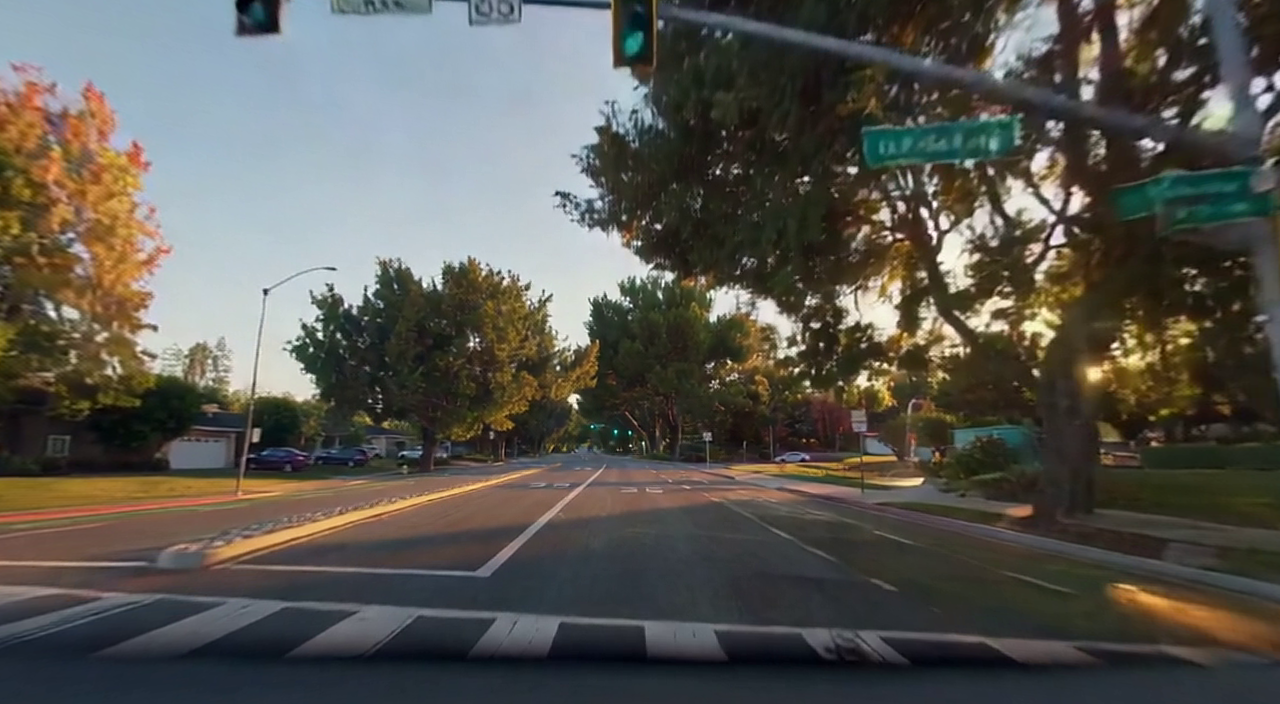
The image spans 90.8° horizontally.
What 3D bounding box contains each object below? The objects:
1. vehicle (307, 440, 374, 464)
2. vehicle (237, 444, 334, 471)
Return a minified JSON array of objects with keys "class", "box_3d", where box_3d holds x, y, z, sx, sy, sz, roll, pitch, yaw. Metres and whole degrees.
[{"class":"vehicle","box_3d":[-21.883,7.339,46.217,3.886,1.641,1.850,1,-10,-1]},{"class":"vehicle","box_3d":[-20.848,6.202,37.238,4.536,1.502,1.975,-1,-9,4]}]
